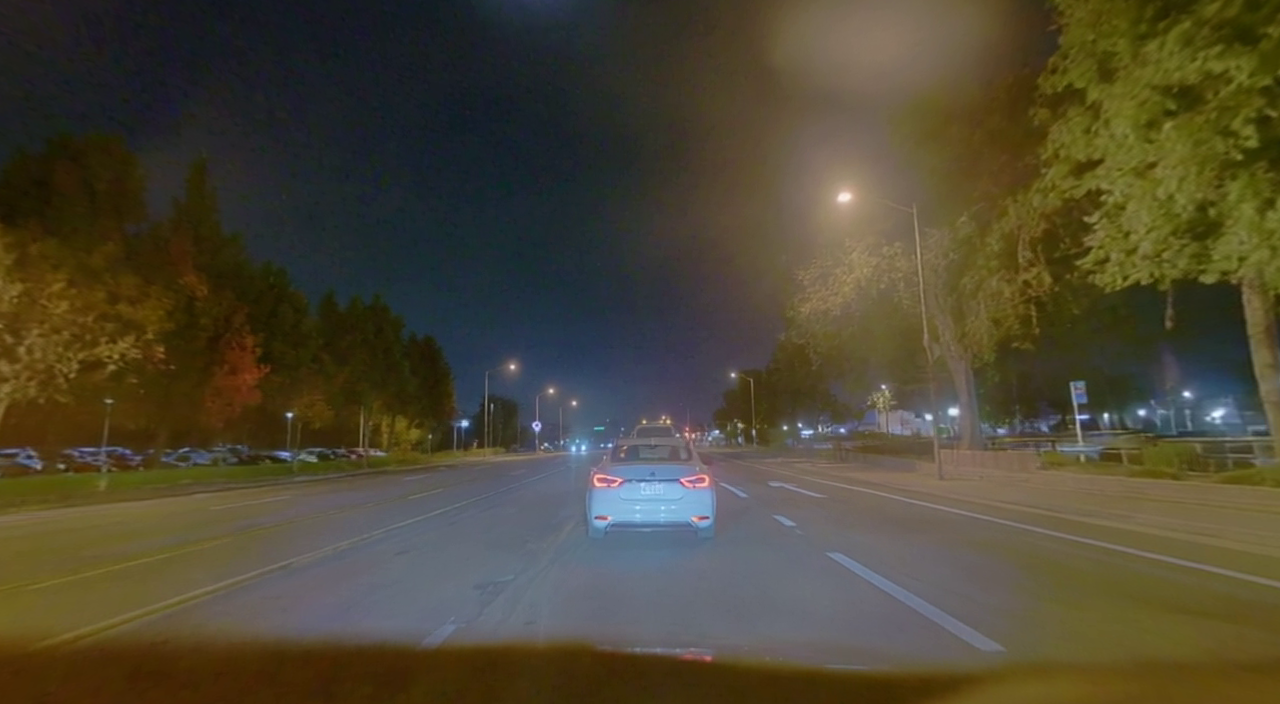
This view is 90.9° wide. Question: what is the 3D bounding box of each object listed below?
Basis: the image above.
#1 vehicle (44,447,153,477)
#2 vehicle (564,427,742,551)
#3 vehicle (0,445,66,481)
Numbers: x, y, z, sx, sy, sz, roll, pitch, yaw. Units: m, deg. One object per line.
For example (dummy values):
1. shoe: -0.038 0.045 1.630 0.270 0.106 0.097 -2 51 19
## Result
1. vehicle: -30.083 6.097 35.128 4.342 1.621 1.967 -1 -8 4
2. vehicle: 0.112 1.911 9.514 2.093 1.442 3.977 0 -8 -1
3. vehicle: -30.299 5.309 29.882 4.266 1.600 1.877 -3 -8 -2
